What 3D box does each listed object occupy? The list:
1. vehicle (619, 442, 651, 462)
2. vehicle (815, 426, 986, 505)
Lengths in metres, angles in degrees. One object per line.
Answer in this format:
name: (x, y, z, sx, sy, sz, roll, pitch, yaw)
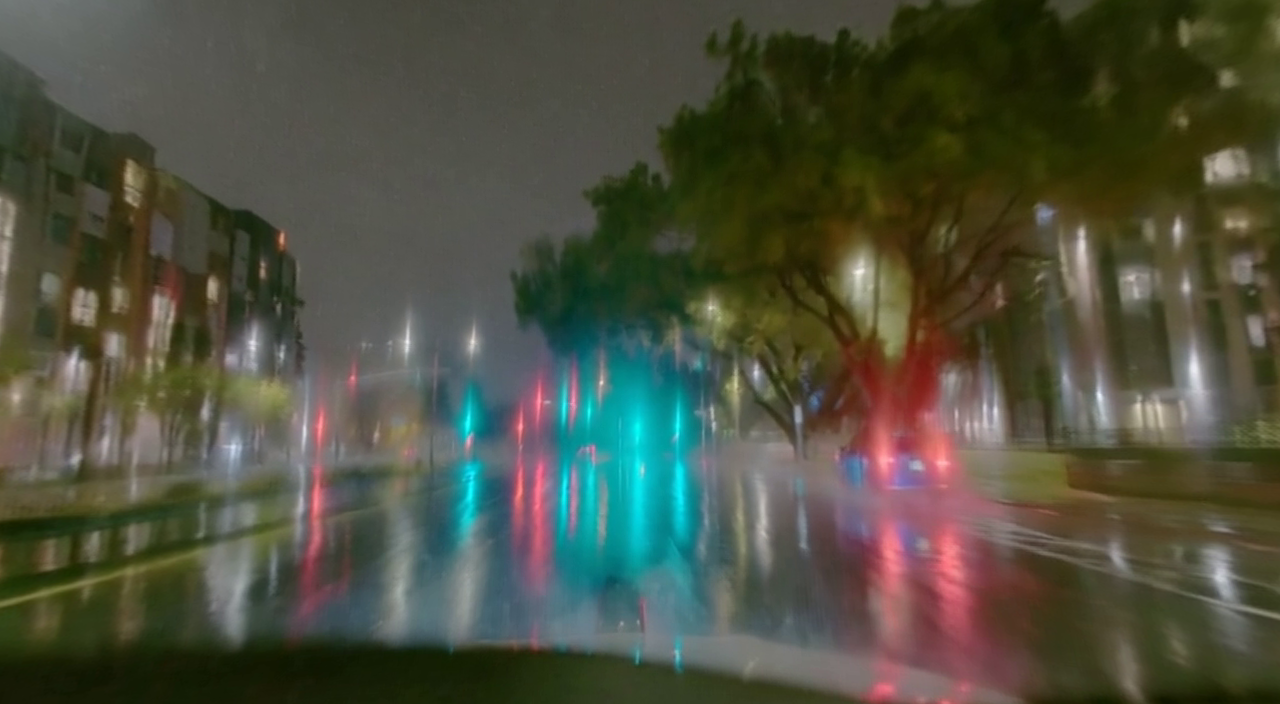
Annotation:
vehicle: (-0.412, 7.758, 49.110, 1.918, 1.479, 4.468, 1, -8, -8)
vehicle: (6.164, 2.740, 15.755, 2.042, 1.635, 4.858, 0, -8, -2)
